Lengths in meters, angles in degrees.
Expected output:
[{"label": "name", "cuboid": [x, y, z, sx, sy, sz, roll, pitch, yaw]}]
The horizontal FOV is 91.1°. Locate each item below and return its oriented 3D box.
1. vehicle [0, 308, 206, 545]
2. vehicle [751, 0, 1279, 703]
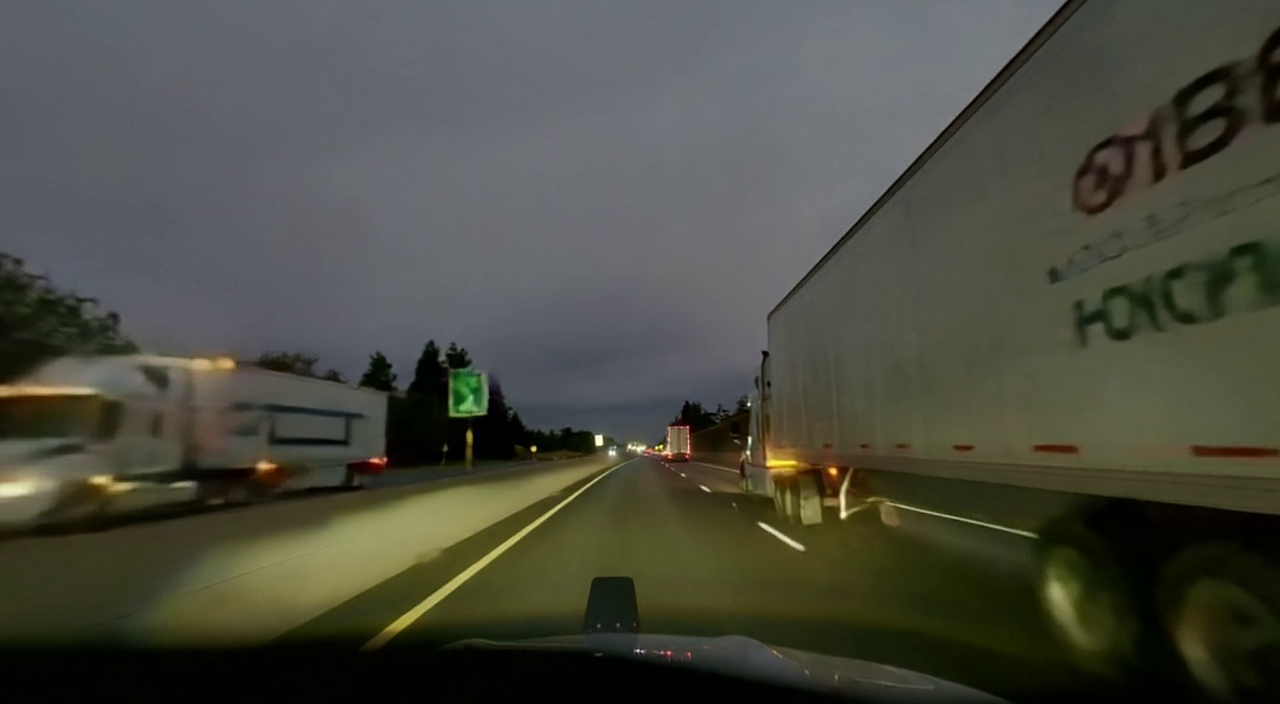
[{"label": "vehicle", "cuboid": [-12.349, 1.562, 12.526, 3.006, 3.972, 5.785, 0, -9, 0]}, {"label": "vehicle", "cuboid": [4.115, 0.383, 7.065, 2.926, 4.060, 14.068, 0, -9, -1]}]
